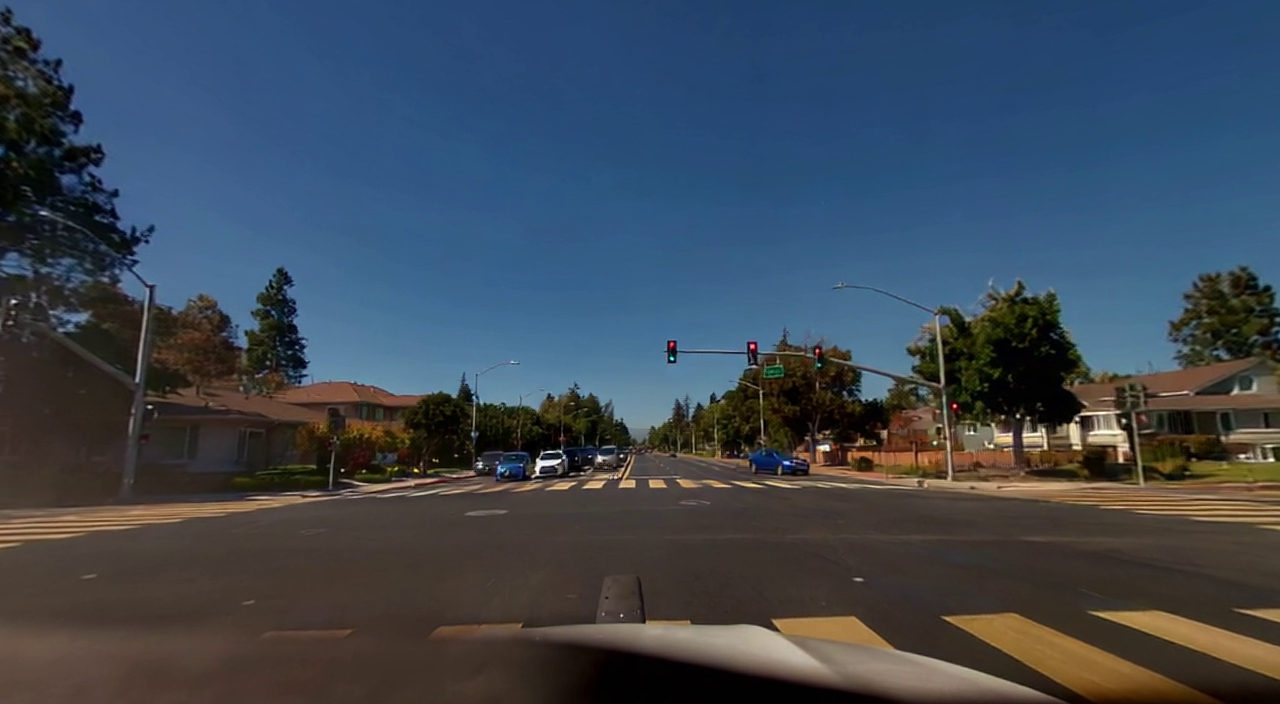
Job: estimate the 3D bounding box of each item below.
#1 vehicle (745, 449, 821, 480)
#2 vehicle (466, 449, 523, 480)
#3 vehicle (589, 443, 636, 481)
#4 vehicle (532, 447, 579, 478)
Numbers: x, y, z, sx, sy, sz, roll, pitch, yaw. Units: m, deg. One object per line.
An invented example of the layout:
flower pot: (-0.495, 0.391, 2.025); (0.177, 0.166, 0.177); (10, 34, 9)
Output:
vehicle: (7.399, 5.731, 32.492); (2.046, 1.491, 4.118); (-8, -12, 41)
vehicle: (-8.280, 6.440, 36.468); (2.028, 1.654, 5.027); (0, -9, 1)
vehicle: (-1.509, 5.924, 34.424); (2.355, 1.868, 5.125); (0, -9, -2)
vehicle: (-4.861, 6.427, 37.103); (2.091, 1.707, 4.157); (0, -9, 1)
